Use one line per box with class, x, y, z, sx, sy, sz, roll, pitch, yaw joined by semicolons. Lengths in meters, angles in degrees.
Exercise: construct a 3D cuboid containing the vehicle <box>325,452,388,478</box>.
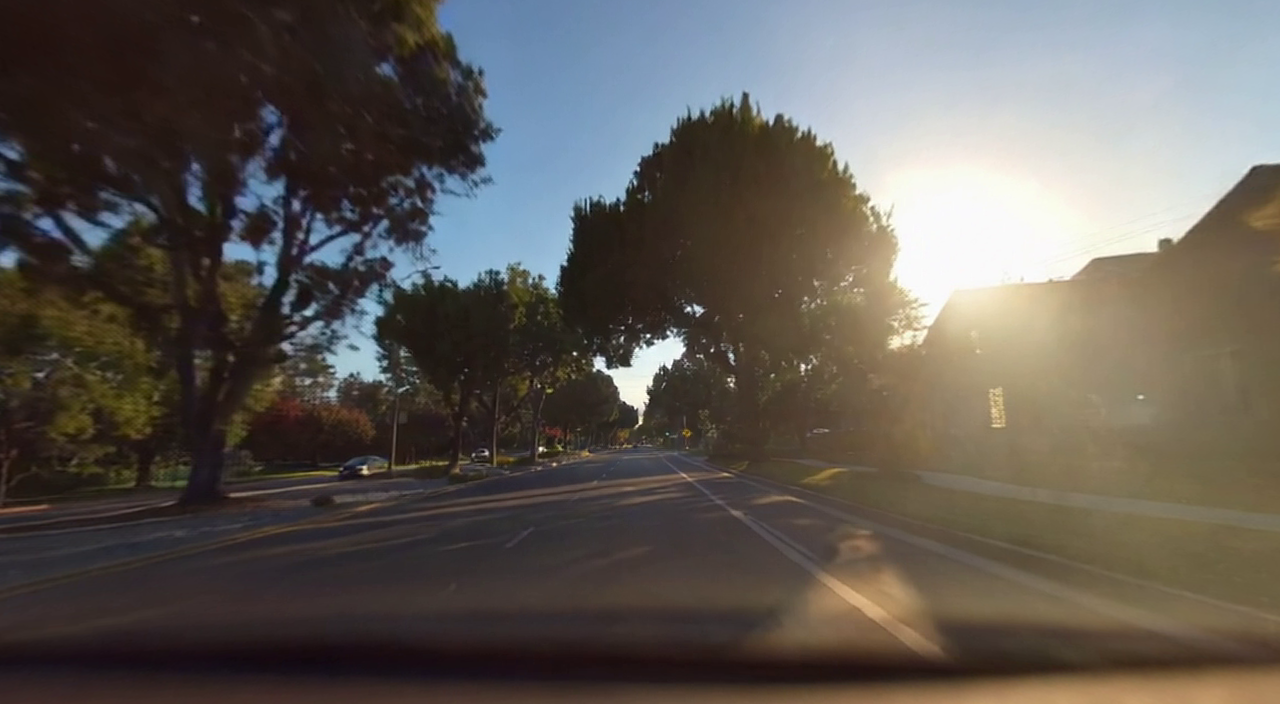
vehicle;-18.071;7.193;40.497;1.846;1.515;4.538;0;-8;1
